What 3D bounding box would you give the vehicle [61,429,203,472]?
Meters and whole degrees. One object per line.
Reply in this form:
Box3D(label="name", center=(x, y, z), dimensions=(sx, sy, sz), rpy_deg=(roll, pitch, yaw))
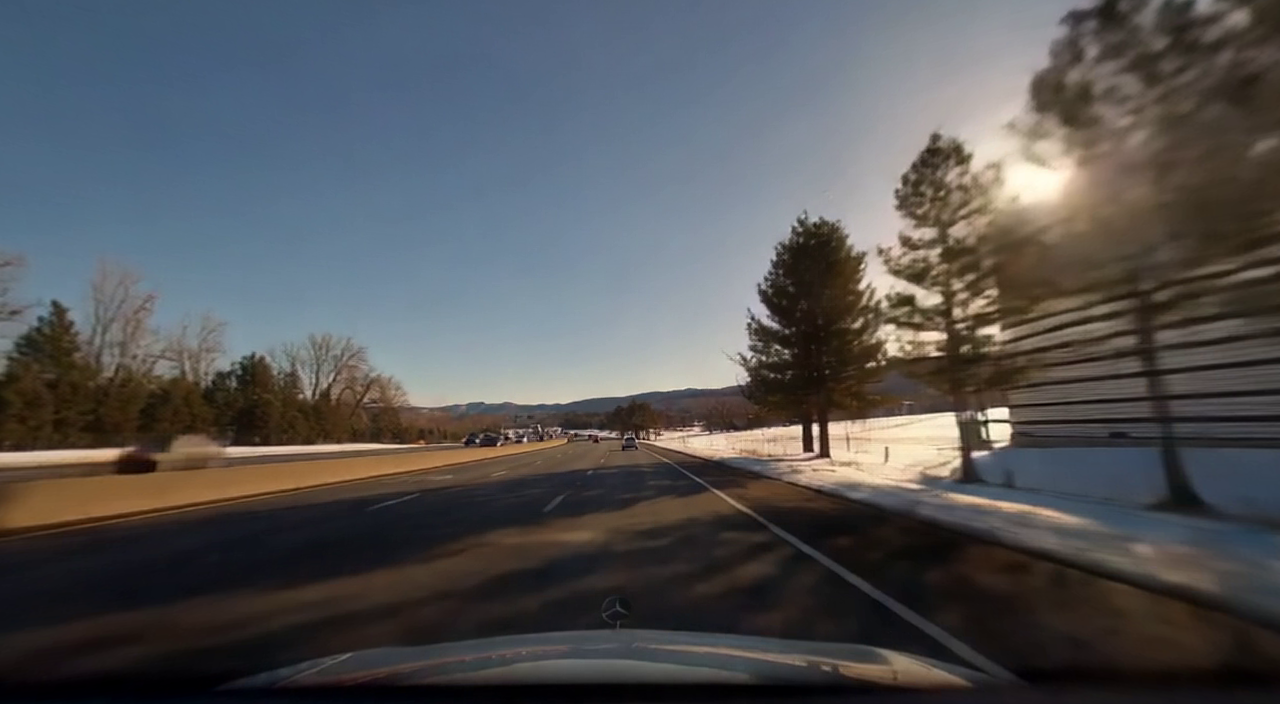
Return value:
Box3D(label="vehicle", center=(-19.656, 3.808, 24.626), dimensions=(1.915, 1.527, 4.409), rpy_deg=(0, -8, -1))
